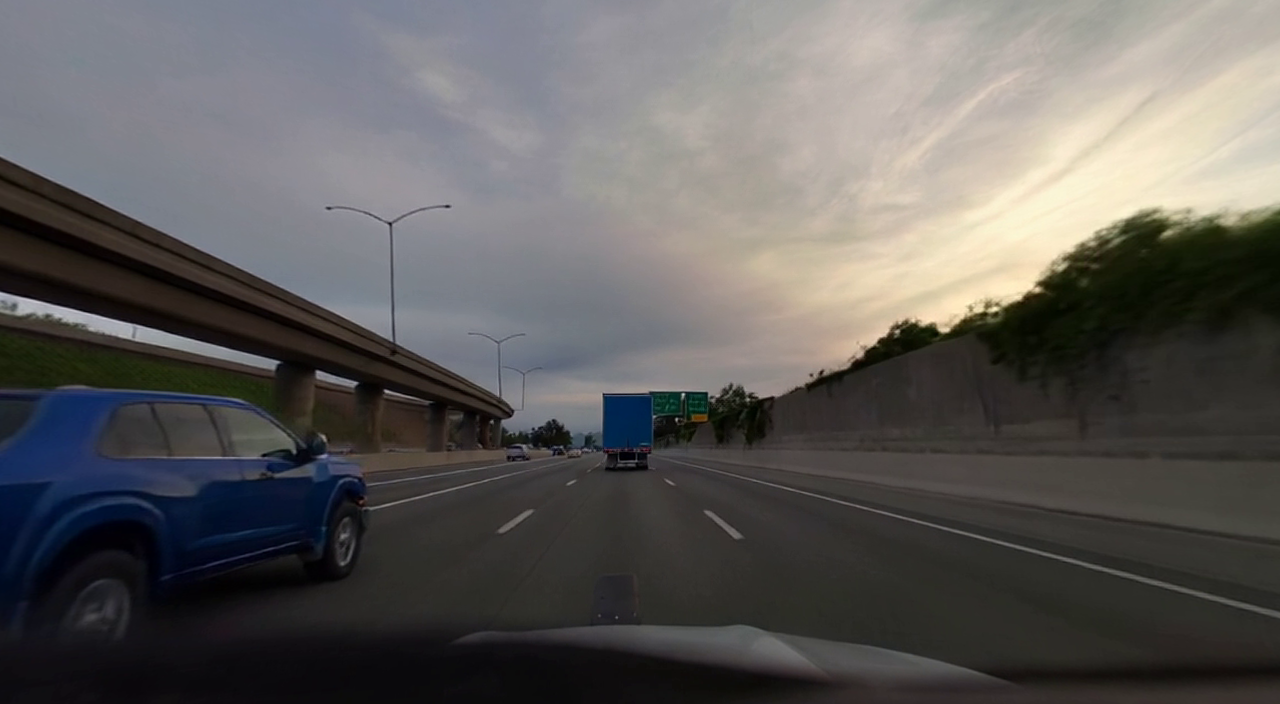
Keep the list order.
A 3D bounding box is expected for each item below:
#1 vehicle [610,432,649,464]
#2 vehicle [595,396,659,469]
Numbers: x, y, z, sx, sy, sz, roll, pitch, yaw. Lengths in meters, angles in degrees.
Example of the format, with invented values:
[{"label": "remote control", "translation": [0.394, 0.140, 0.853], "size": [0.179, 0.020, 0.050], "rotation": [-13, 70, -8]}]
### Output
[{"label": "vehicle", "translation": [-0.605, 5.389, 35.526], "size": [2.052, 1.666, 4.358], "rotation": [1, -9, -2]}, {"label": "vehicle", "translation": [-0.697, 5.033, 38.158], "size": [3.233, 3.678, 11.032], "rotation": [1, -9, 0]}]
